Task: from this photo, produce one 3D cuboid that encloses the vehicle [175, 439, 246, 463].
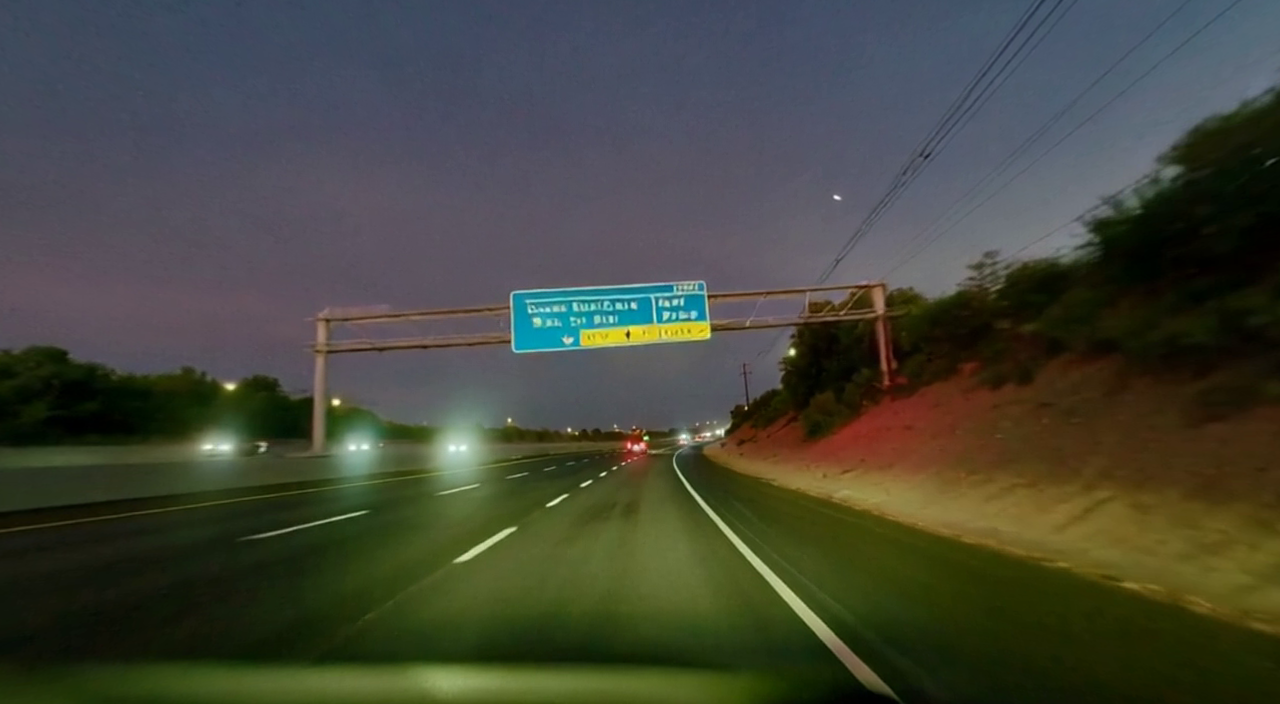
[{"bbox_3d":[-31.122,7.208,45.928,1.860,1.648,4.477,-1,-9,2],"label":"vehicle"}]
